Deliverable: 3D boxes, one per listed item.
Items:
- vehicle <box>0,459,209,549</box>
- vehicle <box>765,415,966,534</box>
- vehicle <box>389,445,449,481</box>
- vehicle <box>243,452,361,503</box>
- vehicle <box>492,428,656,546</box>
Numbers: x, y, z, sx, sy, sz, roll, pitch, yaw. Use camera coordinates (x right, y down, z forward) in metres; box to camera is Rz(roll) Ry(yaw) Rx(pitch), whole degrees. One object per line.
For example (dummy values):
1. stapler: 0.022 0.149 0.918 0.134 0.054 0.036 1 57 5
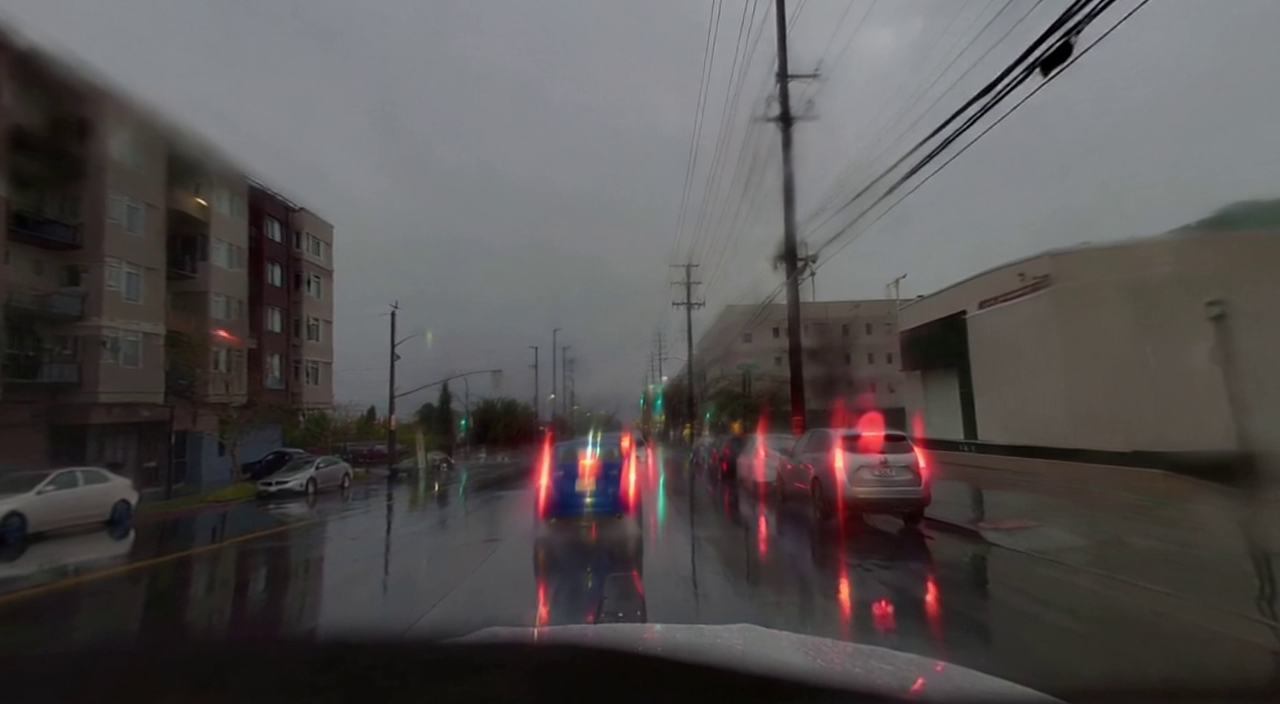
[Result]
1. vehicle: -11.965 3.181 13.821 1.850 1.487 4.711 -3 -8 -1
2. vehicle: 3.735 2.113 11.474 1.967 1.721 4.410 0 -8 -1
3. vehicle: -12.068 6.036 34.747 2.011 1.687 4.079 -4 -8 -2
4. vehicle: -12.018 4.441 22.834 1.868 1.491 4.367 -4 -9 0
5. vehicle: -0.835 2.019 10.178 2.019 1.453 4.603 0 -8 -1
